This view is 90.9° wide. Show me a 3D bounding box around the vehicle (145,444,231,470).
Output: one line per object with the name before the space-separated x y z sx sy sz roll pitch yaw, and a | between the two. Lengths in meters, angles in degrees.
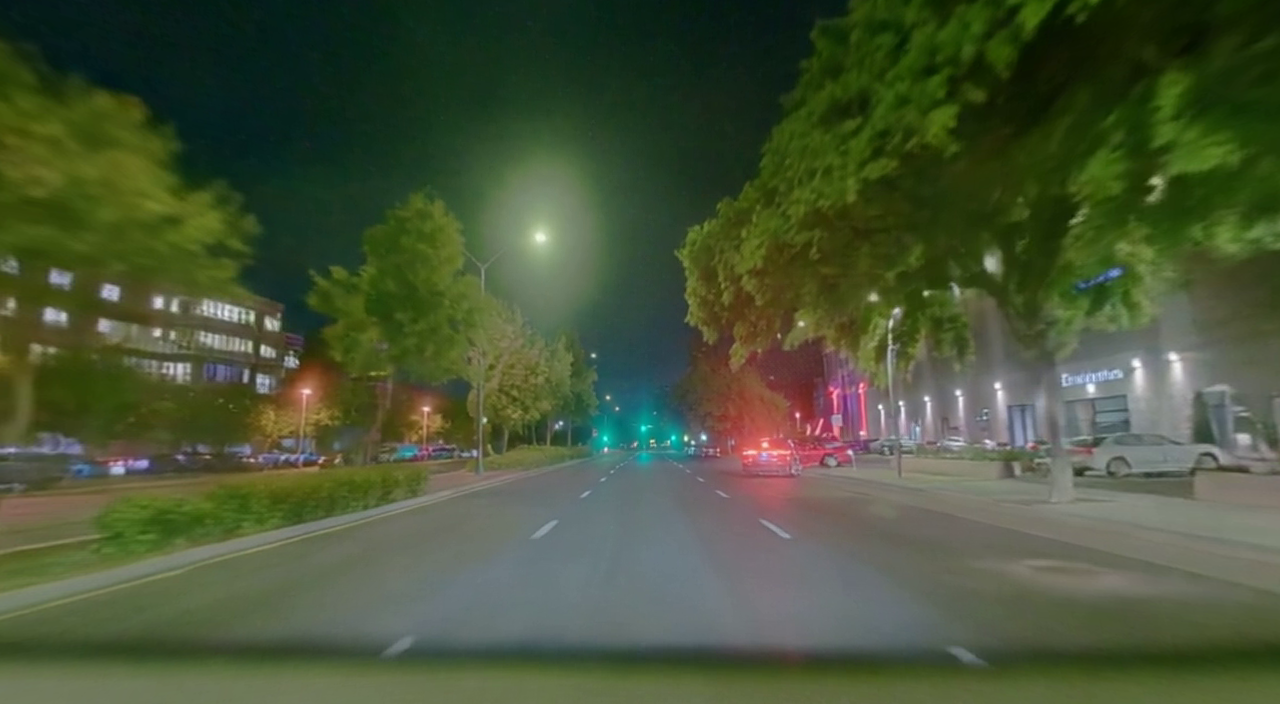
vehicle | -32.250 7.468 45.035 4.557 1.773 2.018 0 -9 1

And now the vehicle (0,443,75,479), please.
vehicle | -31.765 5.394 31.379 4.868 1.673 2.341 0 -8 -2

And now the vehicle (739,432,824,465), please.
vehicle | 9.582 6.568 42.716 5.329 2.114 2.325 -3 -9 19

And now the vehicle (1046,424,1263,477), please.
vehicle | 17.286 3.337 21.412 5.283 1.646 2.435 0 -8 -3

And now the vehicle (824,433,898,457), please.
vehicle | 17.082 7.235 48.954 4.897 1.739 2.259 -1 -8 2
